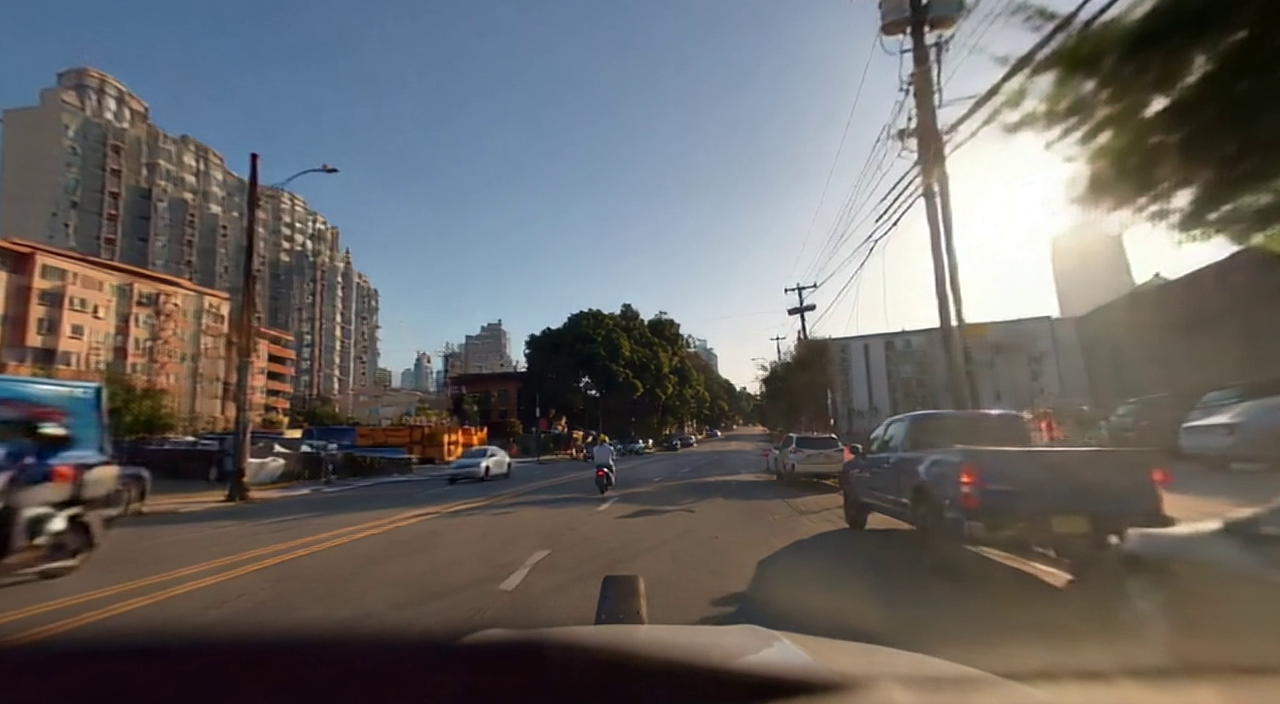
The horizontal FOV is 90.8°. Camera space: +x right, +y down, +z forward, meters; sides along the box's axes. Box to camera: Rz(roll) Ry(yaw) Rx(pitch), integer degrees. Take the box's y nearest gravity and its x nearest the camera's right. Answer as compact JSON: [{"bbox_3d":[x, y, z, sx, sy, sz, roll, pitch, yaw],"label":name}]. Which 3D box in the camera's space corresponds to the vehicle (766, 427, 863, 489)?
[{"bbox_3d":[5.722,3.538,21.486,2.387,1.820,5.286,-1,-8,7],"label":"vehicle"}]

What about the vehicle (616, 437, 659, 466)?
[{"bbox_3d":[-0.074,5.912,37.661,1.925,1.602,4.090,-2,-8,9],"label":"vehicle"}]

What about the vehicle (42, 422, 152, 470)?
[{"bbox_3d":[-42.417,7.387,49.780,3.045,3.446,8.002,2,-8,-14],"label":"vehicle"}]

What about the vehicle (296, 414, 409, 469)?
[{"bbox_3d":[-19.861,6.246,44.473,3.283,3.441,8.669,-2,-8,5],"label":"vehicle"}]

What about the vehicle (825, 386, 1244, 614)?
[{"bbox_3d":[3.978,1.572,7.841,2.171,1.832,5.180,-1,-8,5],"label":"vehicle"}]

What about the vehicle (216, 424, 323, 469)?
[{"bbox_3d":[-26.033,6.674,44.822,2.933,2.907,6.416,-2,-8,10],"label":"vehicle"}]

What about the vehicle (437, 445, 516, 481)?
[{"bbox_3d":[-7.614,5.184,29.924,1.905,1.536,4.714,-1,-8,8],"label":"vehicle"}]

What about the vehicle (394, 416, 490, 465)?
[{"bbox_3d":[-13.867,6.376,45.361,2.990,3.144,9.080,-1,-8,7],"label":"vehicle"}]

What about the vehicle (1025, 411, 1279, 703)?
[{"bbox_3d":[3.727,0.930,2.298,1.826,1.469,4.608,0,-8,1],"label":"vehicle"}]
